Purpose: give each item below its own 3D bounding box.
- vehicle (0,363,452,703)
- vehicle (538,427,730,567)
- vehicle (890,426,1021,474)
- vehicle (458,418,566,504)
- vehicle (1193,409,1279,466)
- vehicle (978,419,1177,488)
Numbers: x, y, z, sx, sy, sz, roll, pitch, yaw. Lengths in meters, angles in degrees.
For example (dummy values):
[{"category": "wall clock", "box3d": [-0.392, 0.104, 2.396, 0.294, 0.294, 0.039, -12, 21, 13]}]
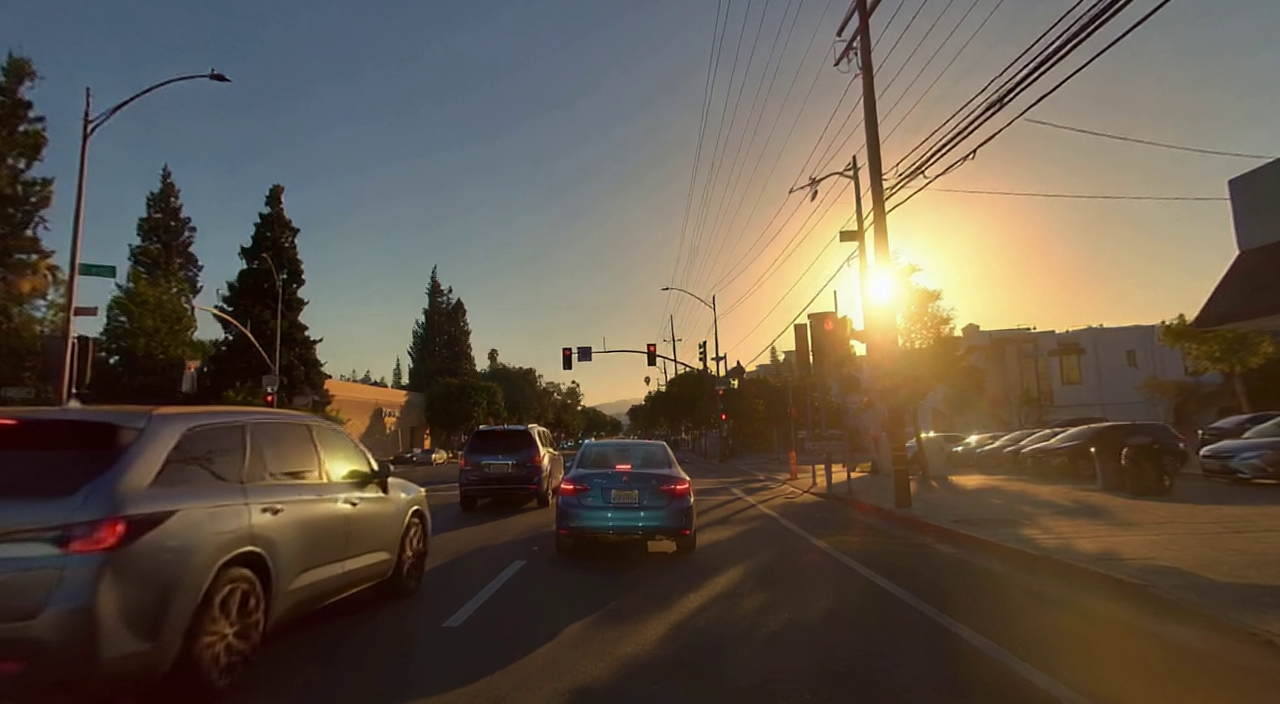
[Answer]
[{"category": "vehicle", "box3d": [-2.930, 1.165, 4.448, 2.003, 1.681, 3.878, 0, -8, 0]}, {"category": "vehicle", "box3d": [-0.154, 1.871, 8.963, 2.070, 1.481, 4.216, 0, -8, -3]}, {"category": "vehicle", "box3d": [10.638, 3.349, 21.724, 1.842, 1.471, 4.481, 1, -8, -5]}, {"category": "vehicle", "box3d": [-3.038, 2.690, 15.986, 2.106, 1.852, 4.512, 0, -8, -4]}, {"category": "vehicle", "box3d": [18.723, 2.551, 18.682, 4.446, 1.511, 1.977, 4, -10, -29]}, {"category": "vehicle", "box3d": [10.523, 2.490, 15.678, 1.888, 1.455, 4.268, 0, -8, 0]}]
